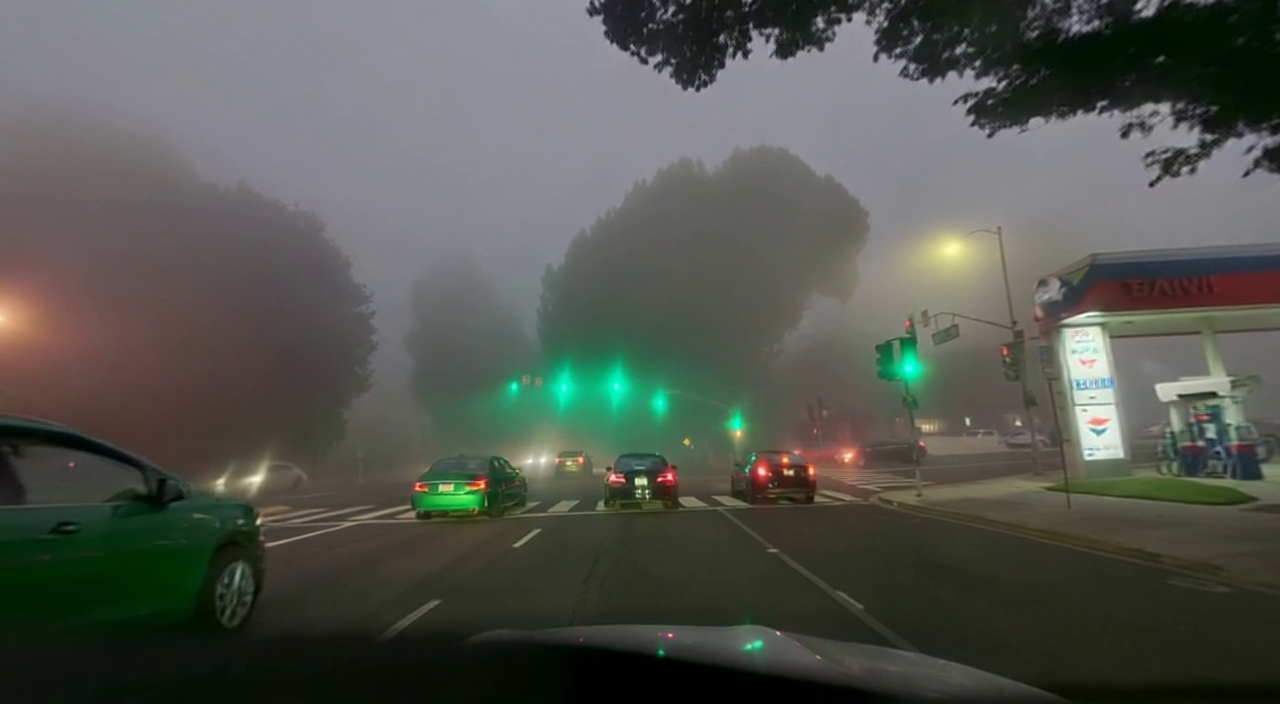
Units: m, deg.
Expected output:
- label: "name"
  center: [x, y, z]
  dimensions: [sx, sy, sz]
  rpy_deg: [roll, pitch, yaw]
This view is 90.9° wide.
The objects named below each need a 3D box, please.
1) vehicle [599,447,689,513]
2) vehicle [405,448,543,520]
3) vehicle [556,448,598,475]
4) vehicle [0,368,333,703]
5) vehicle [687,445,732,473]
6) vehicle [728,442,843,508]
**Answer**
- label: "vehicle"
  center: [0.061, 3.142, 16.020]
  dimensions: [1.994, 1.433, 3.894]
  rpy_deg: [0, -9, -1]
- label: "vehicle"
  center: [-3.732, 3.038, 15.137]
  dimensions: [1.995, 1.436, 4.500]
  rpy_deg: [0, -9, 2]
- label: "vehicle"
  center: [-3.645, 6.465, 37.438]
  dimensions: [1.896, 1.501, 4.390]
  rpy_deg: [0, -9, 2]
- label: "vehicle"
  center: [-3.661, 0.970, 2.919]
  dimensions: [2.023, 1.687, 4.874]
  rpy_deg: [0, -9, 0]
- label: "vehicle"
  center: [3.833, 5.974, 35.473]
  dimensions: [1.942, 1.482, 4.623]
  rpy_deg: [0, -9, -1]
- label: "vehicle"
  center: [3.664, 3.172, 16.779]
  dimensions: [1.920, 1.479, 4.548]
  rpy_deg: [0, -9, -1]
